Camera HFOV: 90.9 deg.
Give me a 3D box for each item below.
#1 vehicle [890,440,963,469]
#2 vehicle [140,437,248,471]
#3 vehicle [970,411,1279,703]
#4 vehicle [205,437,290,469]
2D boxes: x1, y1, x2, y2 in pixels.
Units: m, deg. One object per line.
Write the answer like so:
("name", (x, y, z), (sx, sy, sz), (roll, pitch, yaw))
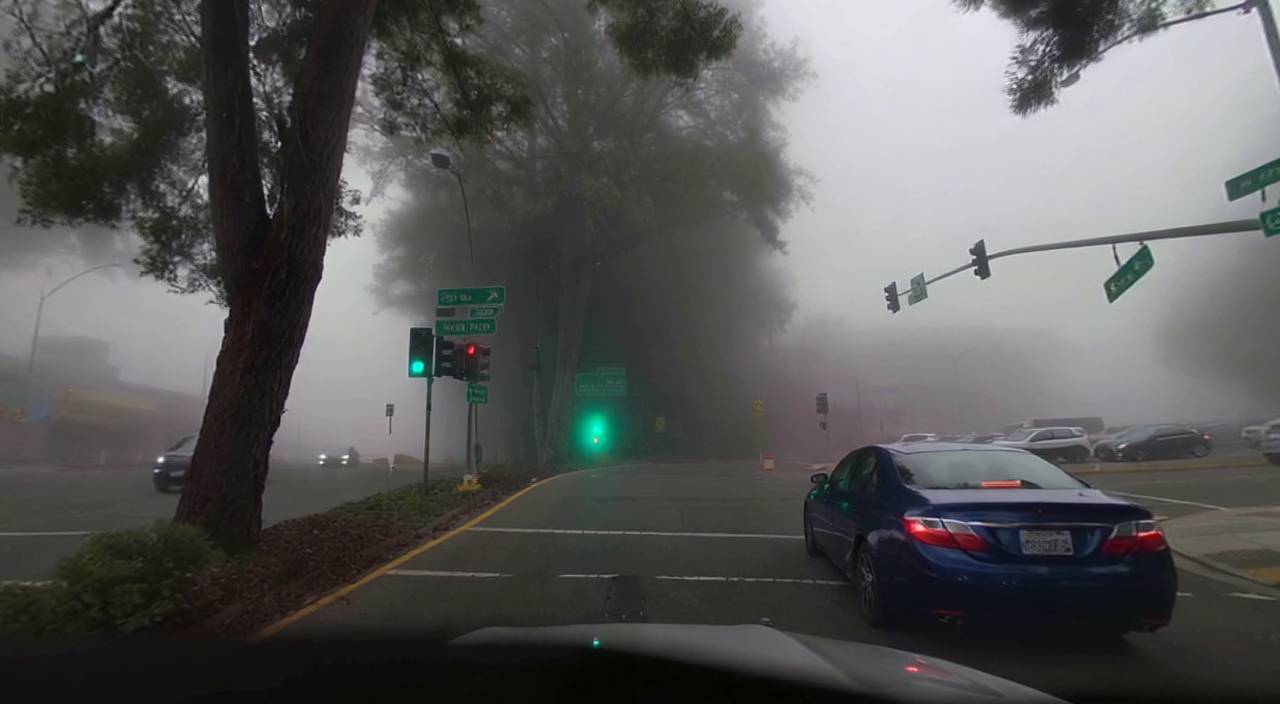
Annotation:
("vehicle", (15.610, 5.525, 34.221), (4.703, 1.492, 1.930), (8, -12, -44))
("vehicle", (-27.226, 6.256, 38.845), (2.233, 1.889, 6.305), (0, -8, -2))
("vehicle", (4.109, 1.077, 3.367), (1.940, 1.487, 4.562), (0, -8, -5))
("vehicle", (-23.314, 6.004, 37.672), (2.111, 1.742, 4.757), (0, -8, -2))
